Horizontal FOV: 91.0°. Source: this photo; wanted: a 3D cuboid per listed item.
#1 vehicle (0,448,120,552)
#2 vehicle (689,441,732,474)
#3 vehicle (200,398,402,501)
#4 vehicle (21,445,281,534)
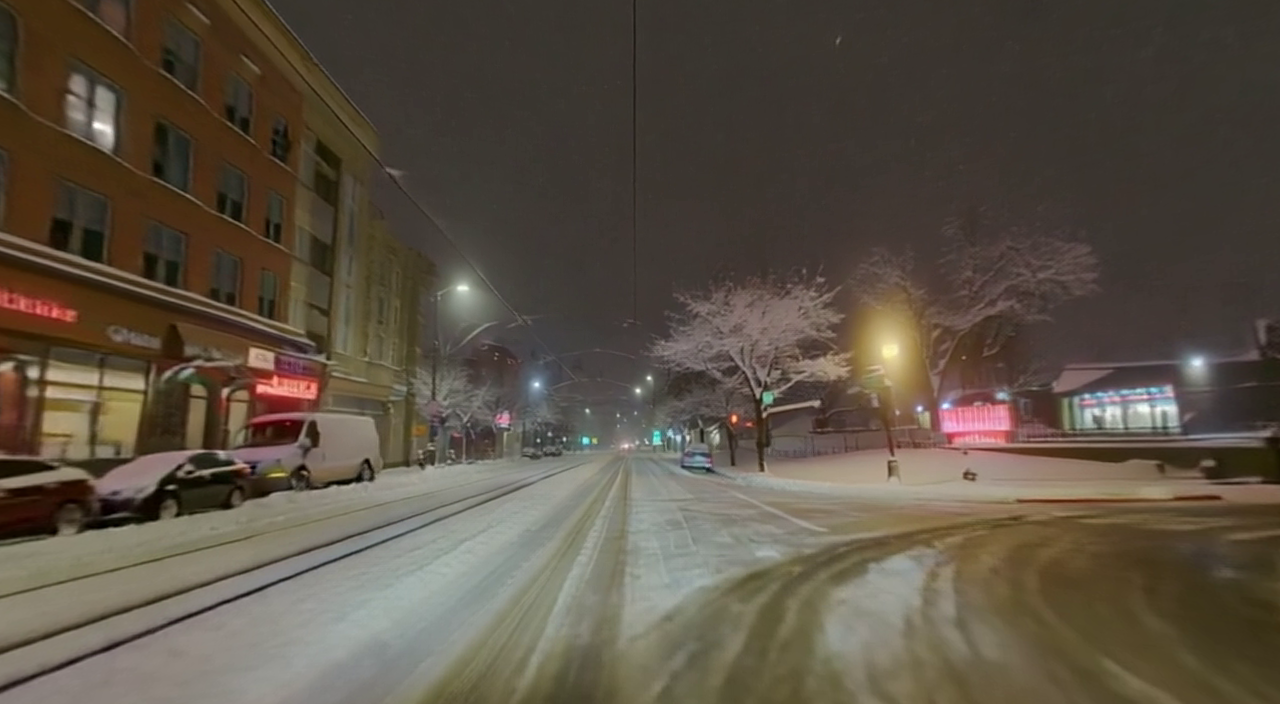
[{"bbox_3d":[-10.098,2.132,8.983,1.897,1.464,4.209,0,-8,-3],"label":"vehicle"},{"bbox_3d":[3.529,5.312,32.034,1.819,1.546,3.681,-1,-8,1],"label":"vehicle"},{"bbox_3d":[-10.677,3.186,21.038,2.378,2.765,7.920,0,-8,-1],"label":"vehicle"},{"bbox_3d":[-10.219,2.840,13.821,1.789,1.484,4.916,-2,-8,0],"label":"vehicle"}]
